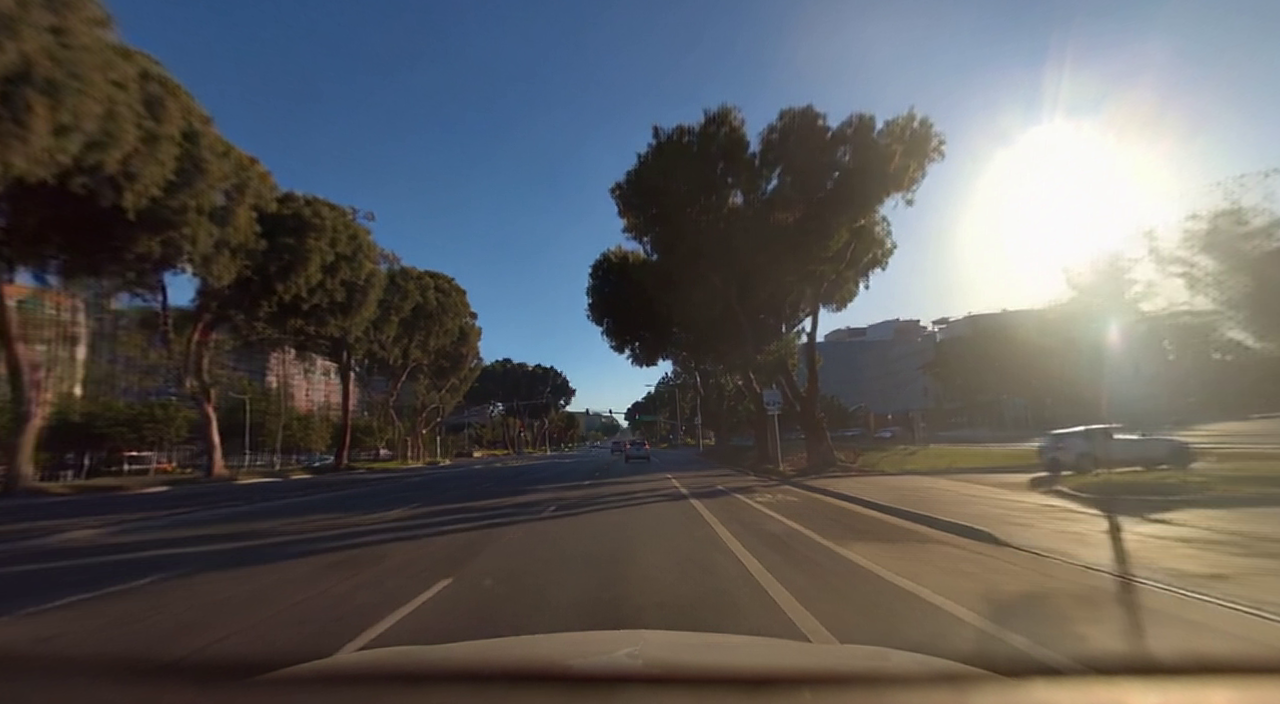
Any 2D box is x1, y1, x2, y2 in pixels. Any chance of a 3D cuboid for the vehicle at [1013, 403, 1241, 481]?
[{"bbox_3d":[13.907,2.602,18.290,4.702,1.853,2.069,-4,-8,2],"label":"vehicle"}]
